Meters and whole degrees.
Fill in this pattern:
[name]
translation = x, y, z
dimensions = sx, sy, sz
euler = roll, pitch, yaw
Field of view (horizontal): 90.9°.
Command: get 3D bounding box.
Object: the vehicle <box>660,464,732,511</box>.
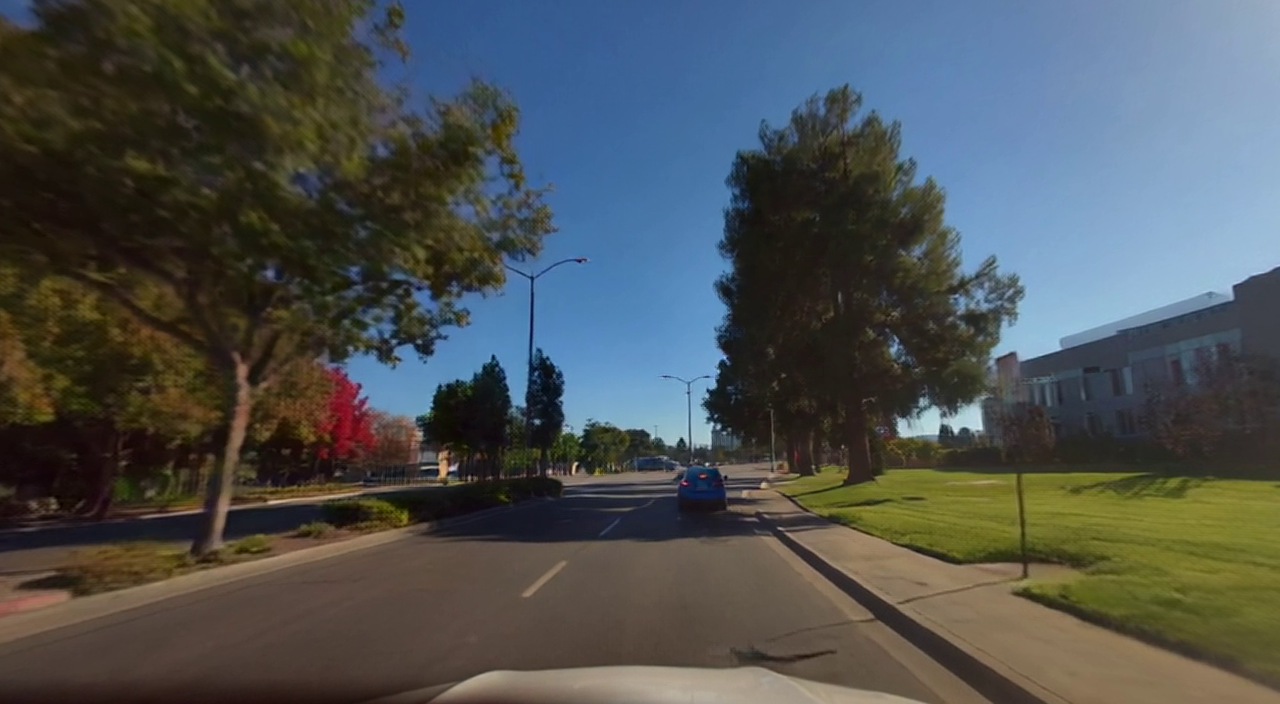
[vehicle]
translation = 1.941, 4.257, 20.182
dimensions = 1.972, 1.250, 5.282
euler = -1, -11, 8
